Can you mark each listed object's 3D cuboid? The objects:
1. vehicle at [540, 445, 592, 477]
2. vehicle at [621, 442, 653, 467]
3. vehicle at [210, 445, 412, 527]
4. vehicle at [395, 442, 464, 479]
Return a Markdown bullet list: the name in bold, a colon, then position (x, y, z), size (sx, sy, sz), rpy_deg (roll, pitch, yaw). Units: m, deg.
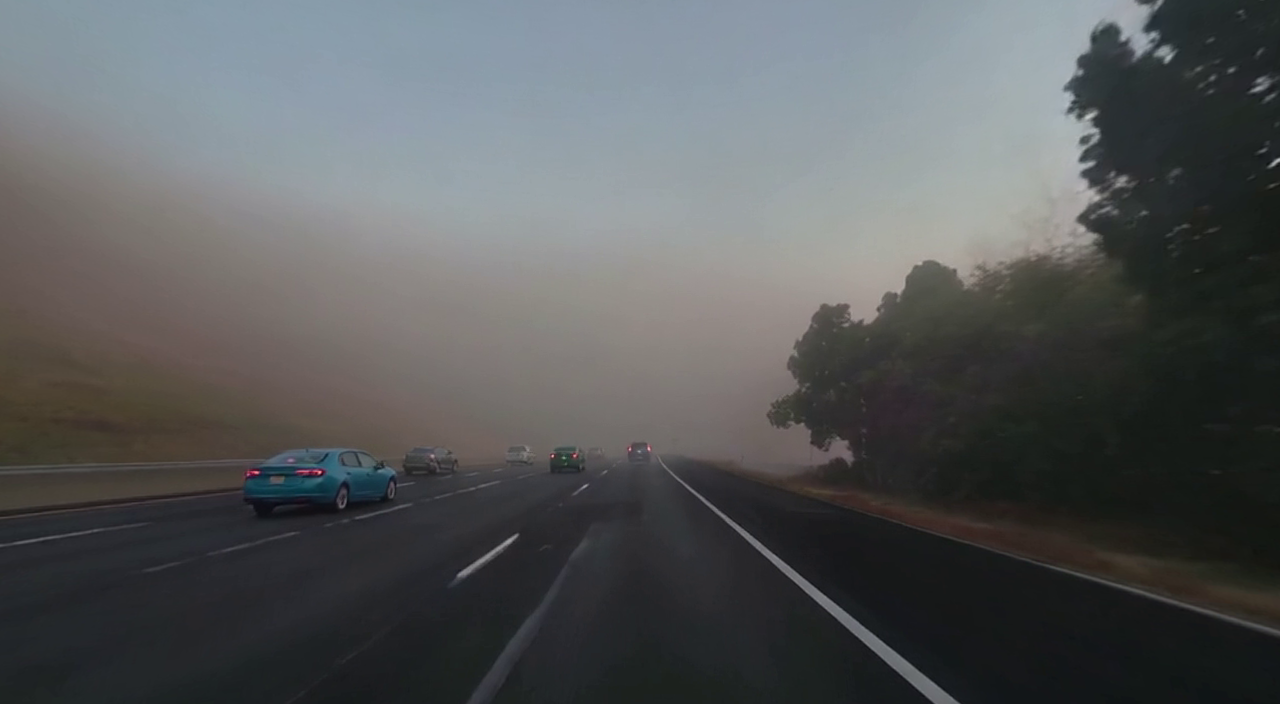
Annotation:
- **vehicle**: position (-3.726, 5.583, 32.693), size (2.144, 1.505, 4.649), rpy_deg (0, -8, 0)
- **vehicle**: position (-0.241, 7.251, 44.986), size (2.225, 1.674, 4.044), rpy_deg (0, -8, -1)
- **vehicle**: position (-6.731, 2.744, 13.576), size (1.991, 1.441, 4.265), rpy_deg (0, -8, 1)
- **vehicle**: position (-10.879, 5.617, 32.992), size (2.025, 1.750, 4.505), rpy_deg (0, -8, 0)
